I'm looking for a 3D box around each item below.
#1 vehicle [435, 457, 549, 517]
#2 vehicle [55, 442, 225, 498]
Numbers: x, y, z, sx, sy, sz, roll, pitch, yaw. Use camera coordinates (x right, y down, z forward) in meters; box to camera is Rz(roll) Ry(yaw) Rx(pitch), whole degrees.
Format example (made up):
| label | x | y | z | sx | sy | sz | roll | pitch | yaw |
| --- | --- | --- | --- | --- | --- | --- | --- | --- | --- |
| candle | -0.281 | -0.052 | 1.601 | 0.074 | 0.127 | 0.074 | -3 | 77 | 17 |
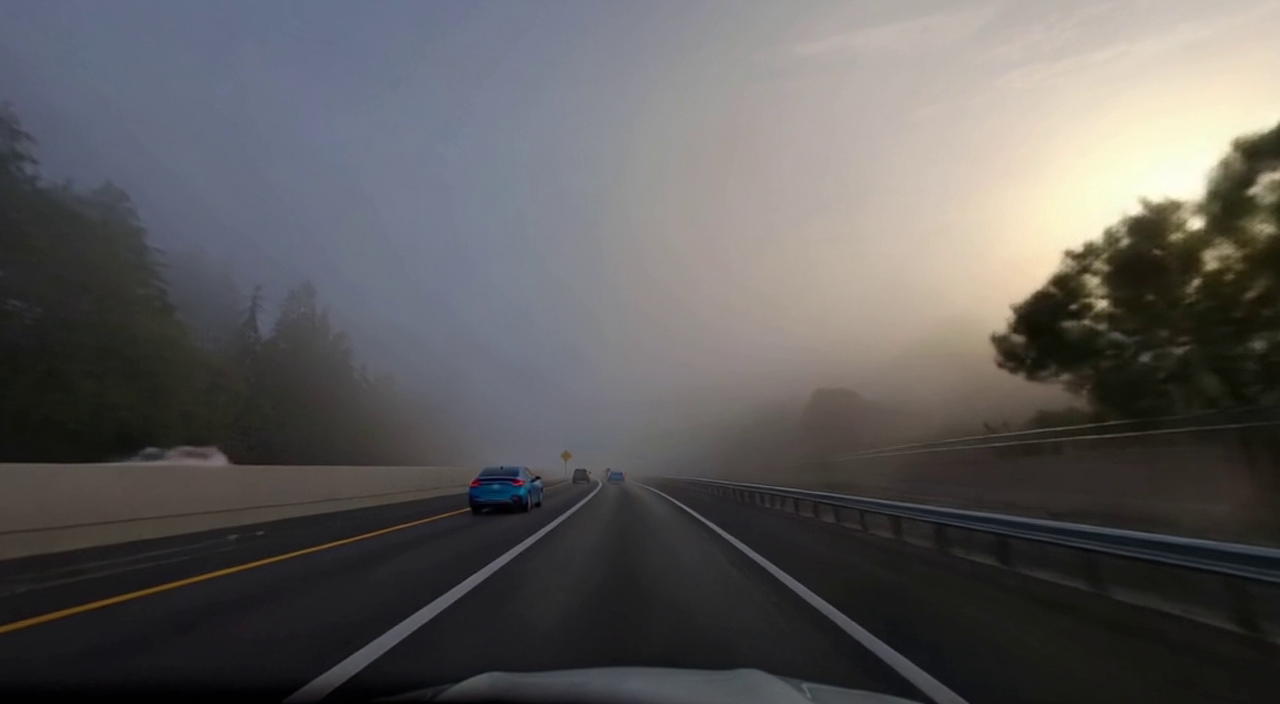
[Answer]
| label | x | y | z | sx | sy | sz | roll | pitch | yaw |
| --- | --- | --- | --- | --- | --- | --- | --- | --- | --- |
| vehicle | -4.351 | 4.116 | 19.527 | 2.328 | 1.559 | 5.041 | 1 | -11 | -1 |
| vehicle | -15.520 | 3.725 | 19.934 | 1.904 | 1.529 | 4.206 | 1 | -11 | -1 |
